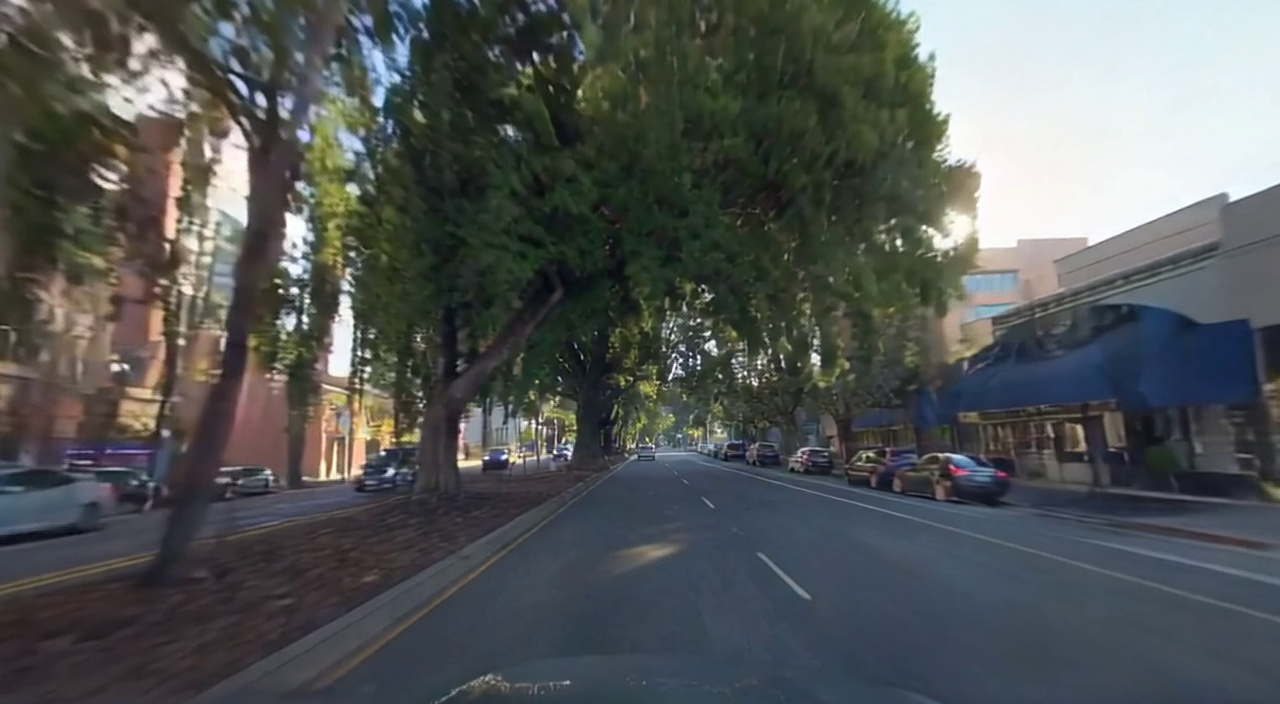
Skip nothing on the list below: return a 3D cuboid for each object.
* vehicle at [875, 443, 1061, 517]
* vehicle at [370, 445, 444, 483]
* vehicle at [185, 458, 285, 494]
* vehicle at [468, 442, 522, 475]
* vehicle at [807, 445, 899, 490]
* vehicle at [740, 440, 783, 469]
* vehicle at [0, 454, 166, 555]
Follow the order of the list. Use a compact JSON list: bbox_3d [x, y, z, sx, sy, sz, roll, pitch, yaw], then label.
[{"bbox_3d":[7.298,2.848,14.671,1.874,1.438,4.466,0,-8,-1],"label":"vehicle"},{"bbox_3d":[-11.540,5.546,31.562,1.910,1.705,4.399,0,-8,1],"label":"vehicle"},{"bbox_3d":[-19.782,6.048,30.928,3.665,1.559,1.782,2,-9,-16],"label":"vehicle"},{"bbox_3d":[-8.285,6.095,36.379,1.977,1.714,4.467,0,-8,1],"label":"vehicle"},{"bbox_3d":[7.532,4.083,22.783,1.881,1.443,4.576,0,-8,2],"label":"vehicle"},{"bbox_3d":[7.762,6.572,40.655,1.891,1.711,4.173,0,-8,-1],"label":"vehicle"},{"bbox_3d":[-10.768,2.517,10.642,1.890,1.482,4.411,-1,-8,4],"label":"vehicle"}]
